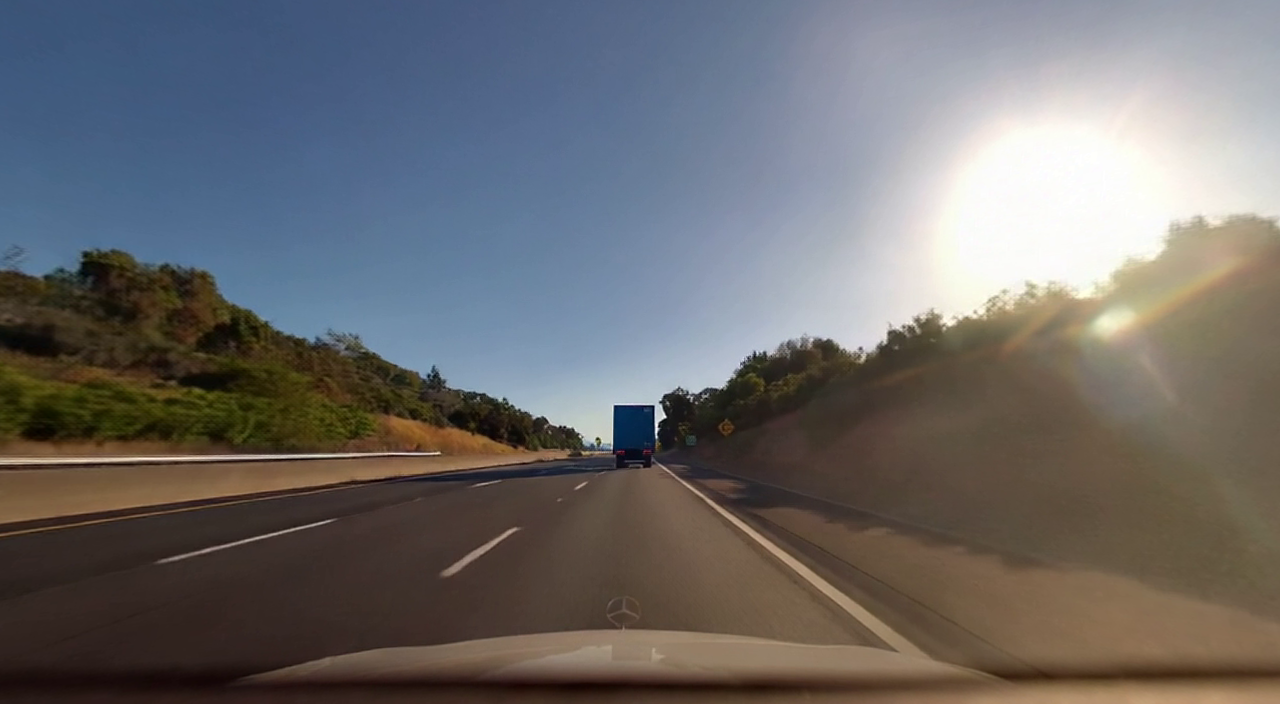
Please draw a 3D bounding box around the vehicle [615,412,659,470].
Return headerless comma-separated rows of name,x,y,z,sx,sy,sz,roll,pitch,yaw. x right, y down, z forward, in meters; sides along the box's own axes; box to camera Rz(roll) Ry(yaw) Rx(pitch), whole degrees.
vehicle,-0.312,6.901,48.540,2.982,3.947,11.075,0,-9,-1
